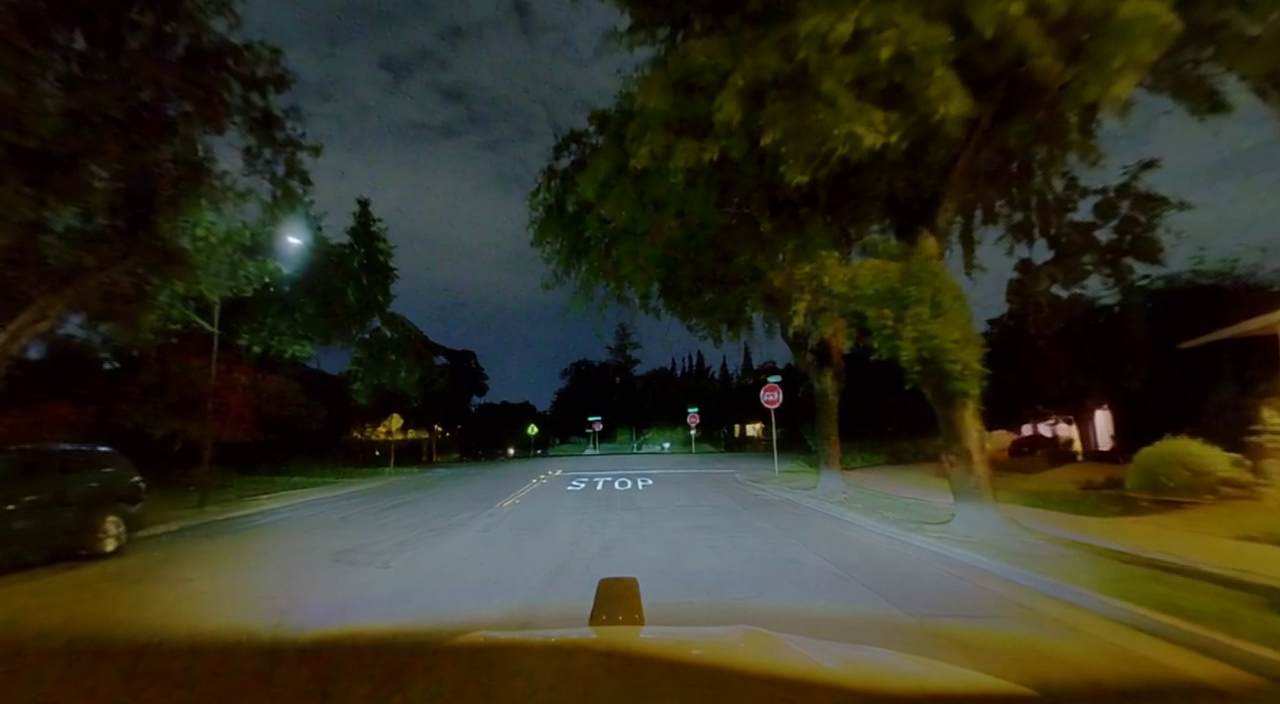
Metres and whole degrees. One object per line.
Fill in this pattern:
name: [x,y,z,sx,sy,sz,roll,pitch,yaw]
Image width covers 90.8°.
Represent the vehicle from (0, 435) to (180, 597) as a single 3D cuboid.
vehicle: [-7.640,1.771,7.046,1.994,1.656,4.334,1,-8,-5]
